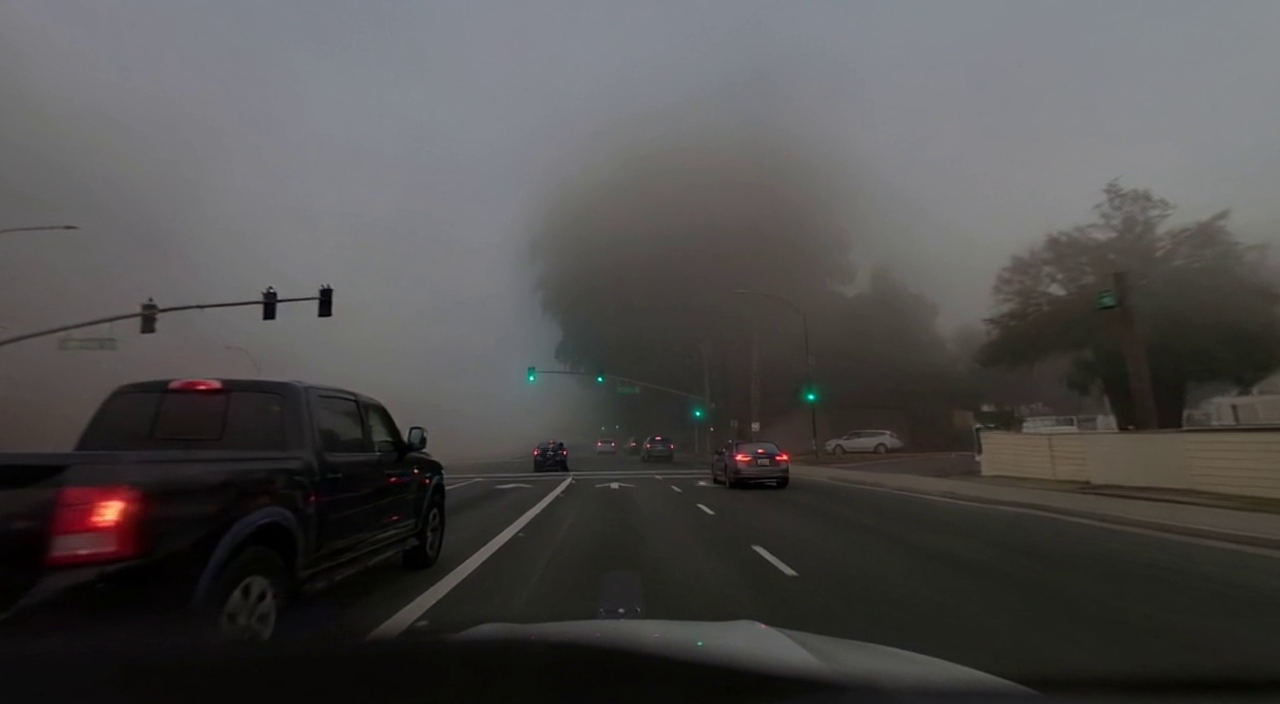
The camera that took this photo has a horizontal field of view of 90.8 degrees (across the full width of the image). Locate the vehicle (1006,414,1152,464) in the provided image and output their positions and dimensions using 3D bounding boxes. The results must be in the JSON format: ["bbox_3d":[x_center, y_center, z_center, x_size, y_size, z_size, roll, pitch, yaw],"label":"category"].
[{"bbox_3d":[17.036,3.443,24.886,2.058,1.766,4.563,1,-8,-8],"label":"vehicle"}]

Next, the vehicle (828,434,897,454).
[{"bbox_3d":[16.515,6.833,46.937,4.490,1.463,1.894,2,-9,-15],"label":"vehicle"}]

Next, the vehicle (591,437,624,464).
[{"bbox_3d":[-2.396,7.097,45.673,2.164,1.867,4.254,1,-8,-6],"label":"vehicle"}]

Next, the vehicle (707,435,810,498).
[{"bbox_3d":[3.118,3.092,17.478,1.870,1.491,4.009,0,-8,-3],"label":"vehicle"}]

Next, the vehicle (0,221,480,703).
[{"bbox_3d":[-2.962,0.920,3.789,2.354,1.948,6.355,0,-8,0],"label":"vehicle"}]

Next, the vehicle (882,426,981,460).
[{"bbox_3d":[16.505,5.165,35.877,4.691,1.626,1.943,-2,-7,-9],"label":"vehicle"}]

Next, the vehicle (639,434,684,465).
[{"bbox_3d":[1.413,6.722,43.745,2.391,1.960,5.600,1,-8,-5],"label":"vehicle"}]

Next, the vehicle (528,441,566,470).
[{"bbox_3d":[-5.125,5.746,35.204,1.864,1.505,4.202,1,-8,-6],"label":"vehicle"}]
